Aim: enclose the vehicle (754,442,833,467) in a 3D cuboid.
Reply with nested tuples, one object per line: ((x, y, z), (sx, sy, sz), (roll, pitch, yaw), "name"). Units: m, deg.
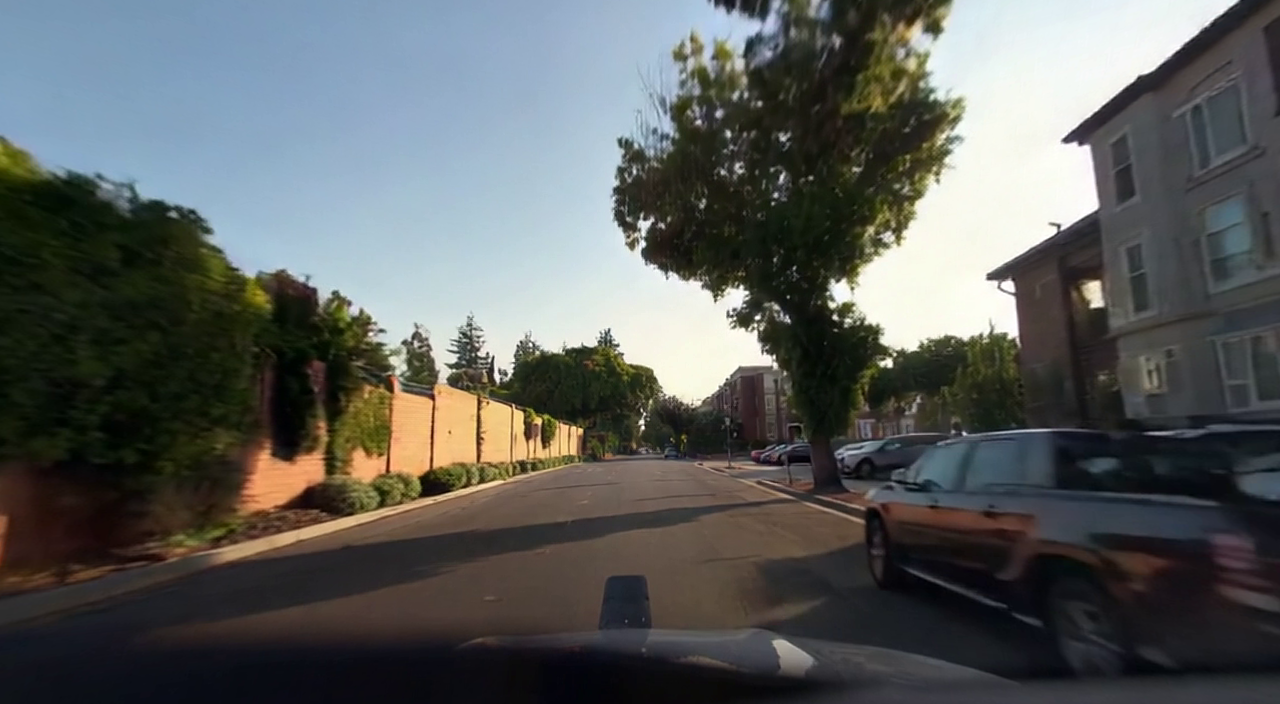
((9.597, 6.454, 39.666), (4.309, 1.442, 2.145), (-1, -10, -2), "vehicle")

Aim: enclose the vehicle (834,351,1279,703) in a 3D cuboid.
((3.403, 1.089, 4.105), (2.161, 1.622, 6.732), (0, -8, 0), "vehicle")
